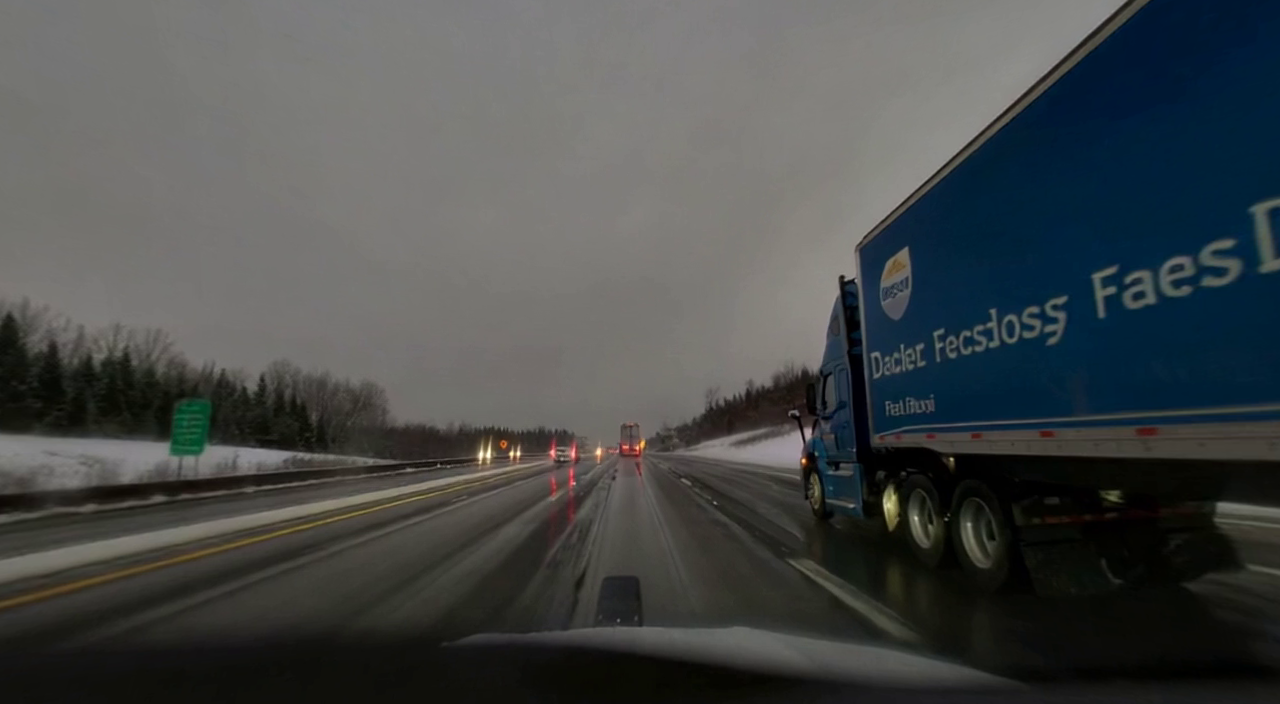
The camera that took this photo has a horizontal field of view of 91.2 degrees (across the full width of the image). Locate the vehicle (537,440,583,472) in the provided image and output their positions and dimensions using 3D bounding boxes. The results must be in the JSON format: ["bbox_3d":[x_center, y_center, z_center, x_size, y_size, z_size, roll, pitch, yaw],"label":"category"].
[{"bbox_3d":[-4.404,5.827,35.288,2.099,1.651,4.397,0,-9,-1],"label":"vehicle"}]
